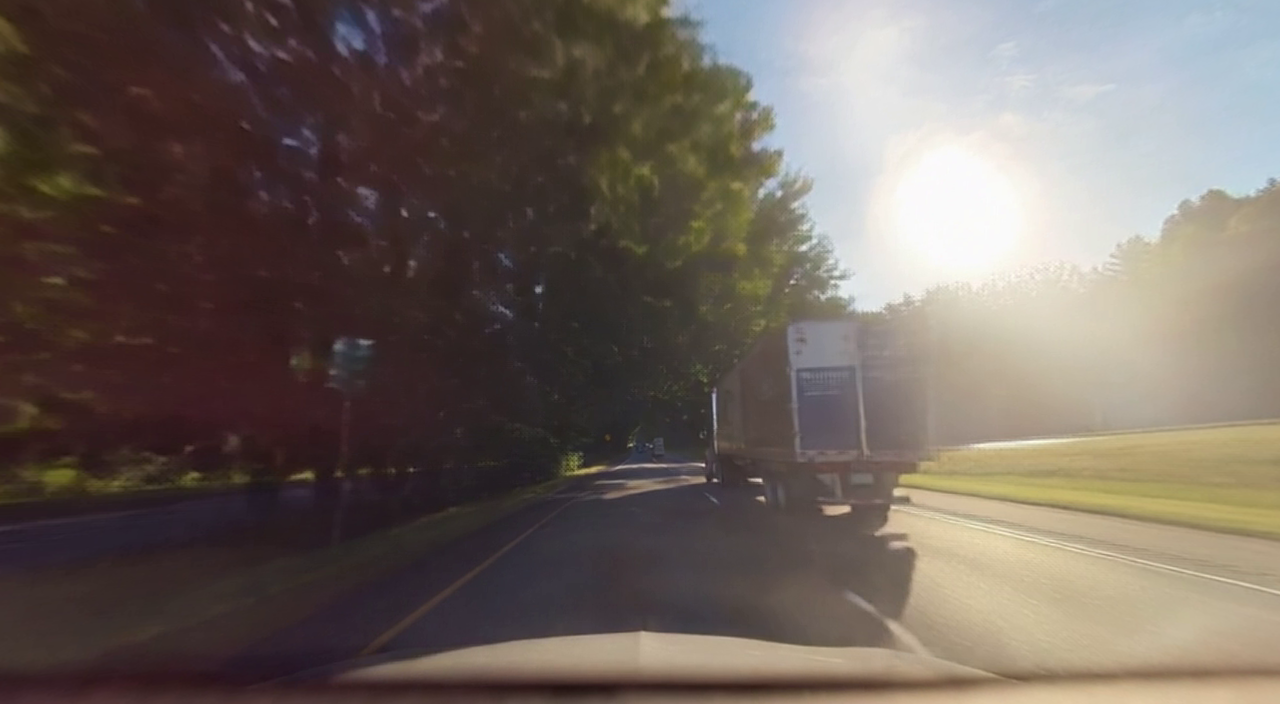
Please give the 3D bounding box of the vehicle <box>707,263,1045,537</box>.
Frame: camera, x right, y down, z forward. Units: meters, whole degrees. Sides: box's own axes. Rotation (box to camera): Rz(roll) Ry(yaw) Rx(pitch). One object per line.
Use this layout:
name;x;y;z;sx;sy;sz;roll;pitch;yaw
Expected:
vehicle;4.223;1.745;16.563;3.231;4.102;14.393;0;-9;0
